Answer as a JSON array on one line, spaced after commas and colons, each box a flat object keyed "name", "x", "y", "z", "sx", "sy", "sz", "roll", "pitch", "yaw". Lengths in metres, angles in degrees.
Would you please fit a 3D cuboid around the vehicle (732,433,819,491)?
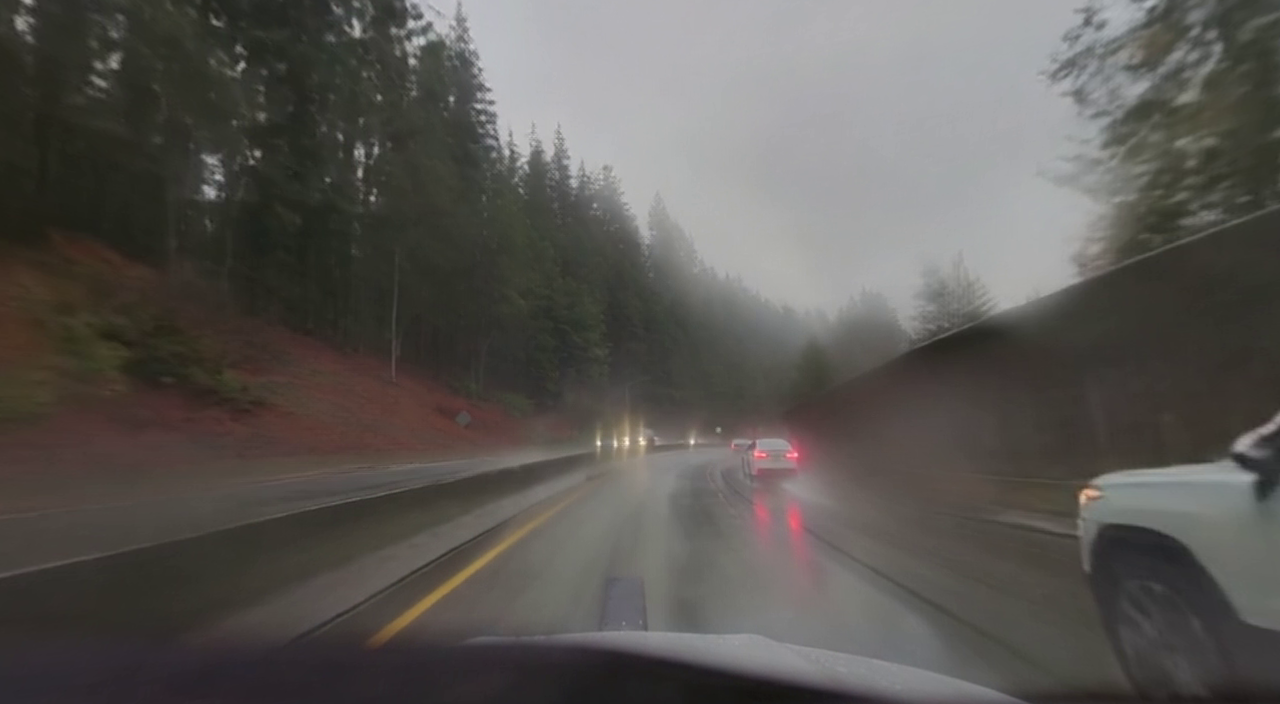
[{"name": "vehicle", "x": 4.400, "y": 3.645, "z": 21.241, "sx": 2.112, "sy": 1.708, "sz": 4.380, "roll": 0, "pitch": -8, "yaw": 2}]

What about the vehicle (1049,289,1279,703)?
[{"name": "vehicle", "x": 3.555, "y": 0.549, "z": 1.239, "sx": 2.270, "sy": 1.897, "sz": 4.822, "roll": 0, "pitch": -8, "yaw": 1}]
